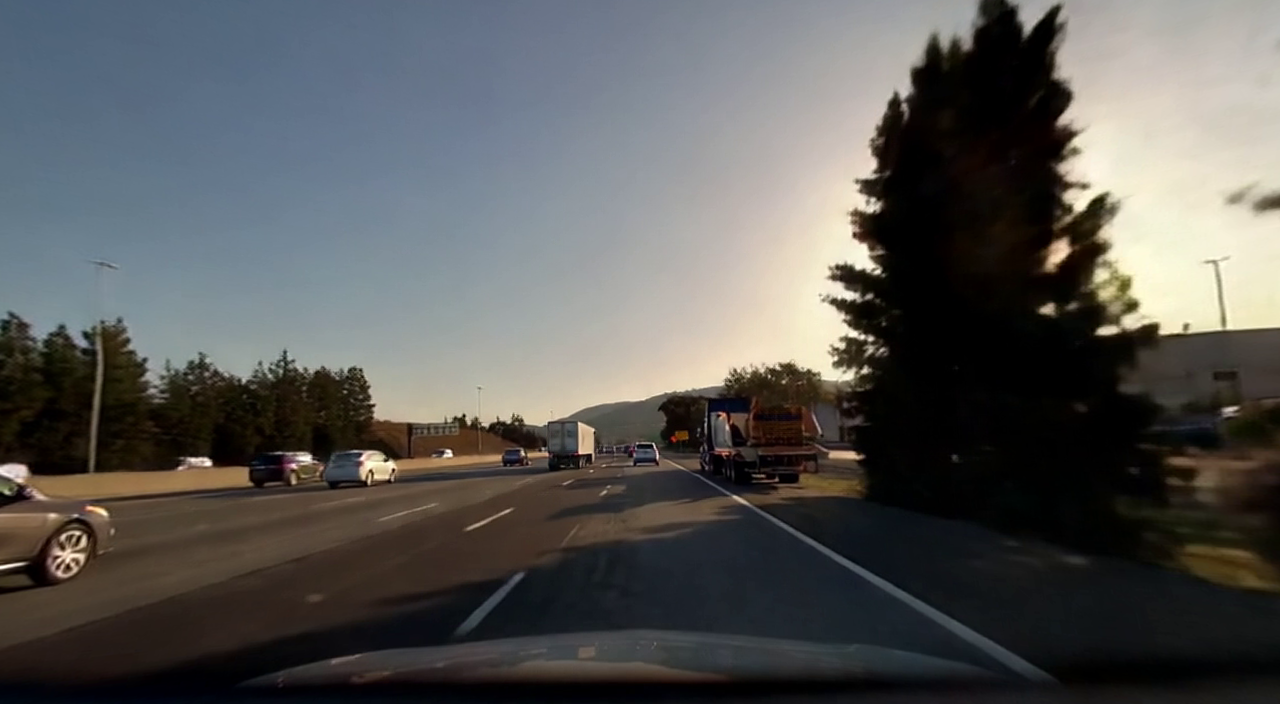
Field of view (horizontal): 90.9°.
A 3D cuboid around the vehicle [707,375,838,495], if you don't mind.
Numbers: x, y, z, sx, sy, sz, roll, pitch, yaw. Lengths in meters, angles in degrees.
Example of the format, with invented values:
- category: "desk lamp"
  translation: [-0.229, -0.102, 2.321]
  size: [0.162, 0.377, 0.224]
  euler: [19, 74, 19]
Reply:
- category: "vehicle"
  translation: [4.958, 3.585, 26.618]
  size: [2.801, 3.732, 11.836]
  euler: [-4, -9, 0]

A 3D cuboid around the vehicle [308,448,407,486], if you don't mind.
- category: "vehicle"
  translation: [-12.220, 4.992, 27.685]
  size: [1.928, 1.480, 4.823]
  euler: [-1, -8, 2]

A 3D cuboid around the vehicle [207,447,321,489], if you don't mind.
- category: "vehicle"
  translation: [-15.910, 4.908, 27.006]
  size: [1.885, 1.591, 4.599]
  euler: [-1, -8, 2]

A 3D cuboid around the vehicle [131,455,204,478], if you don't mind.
- category: "vehicle"
  translation: [-36.197, 8.739, 48.456]
  size: [1.988, 1.560, 4.517]
  euler: [-1, -8, 2]

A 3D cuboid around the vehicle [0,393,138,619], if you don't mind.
- category: "vehicle"
  translation: [-6.281, 1.088, 4.038]
  size: [2.200, 1.793, 4.586]
  euler: [-1, -8, 2]

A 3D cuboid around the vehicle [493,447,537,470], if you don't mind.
- category: "vehicle"
  translation: [-8.689, 7.410, 44.168]
  size: [1.929, 1.477, 4.746]
  euler: [-1, -8, 2]

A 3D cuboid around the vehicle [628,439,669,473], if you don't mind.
- category: "vehicle"
  translation: [0.489, 5.940, 36.315]
  size: [2.227, 1.794, 4.646]
  euler: [0, -8, 1]
